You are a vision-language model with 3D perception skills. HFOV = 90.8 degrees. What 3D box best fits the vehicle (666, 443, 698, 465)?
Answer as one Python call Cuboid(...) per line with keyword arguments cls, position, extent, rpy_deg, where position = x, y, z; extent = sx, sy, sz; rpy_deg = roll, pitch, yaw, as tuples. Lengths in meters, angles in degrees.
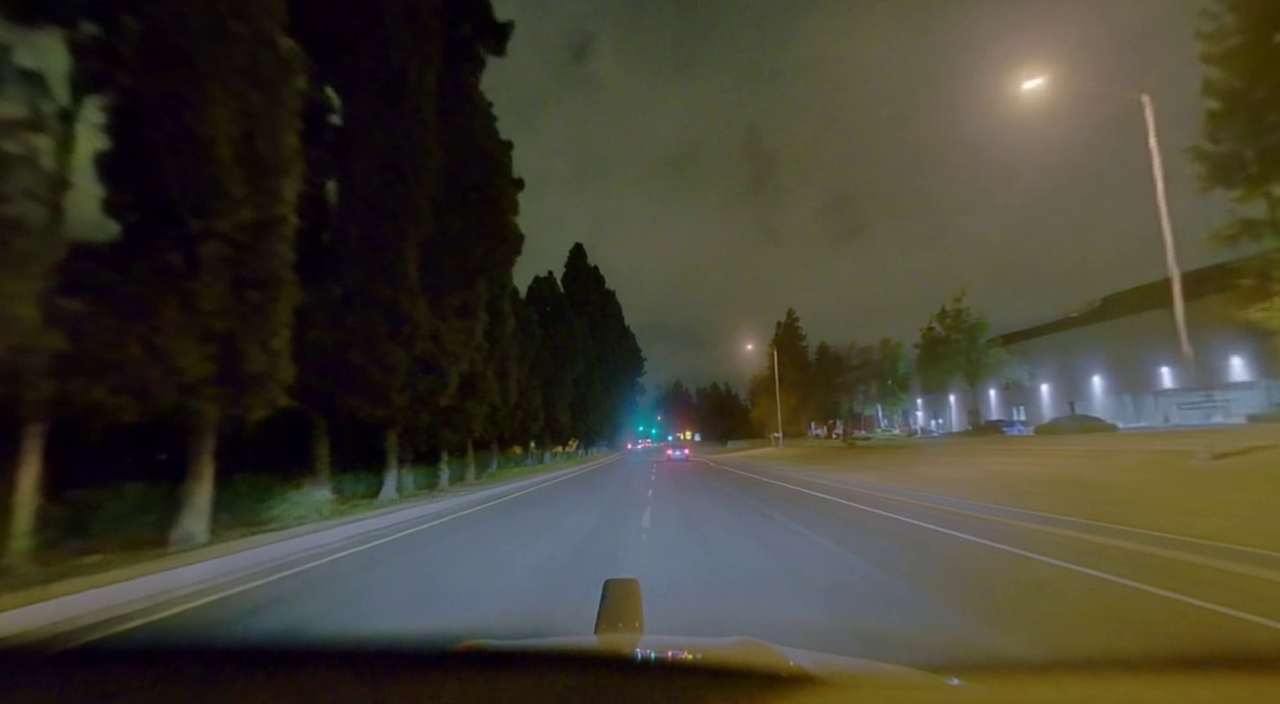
Cuboid(cls="vehicle", position=(2.917, 7.161, 44.610), extent=(1.925, 1.488, 4.271), rpy_deg=(0, -8, 0))
